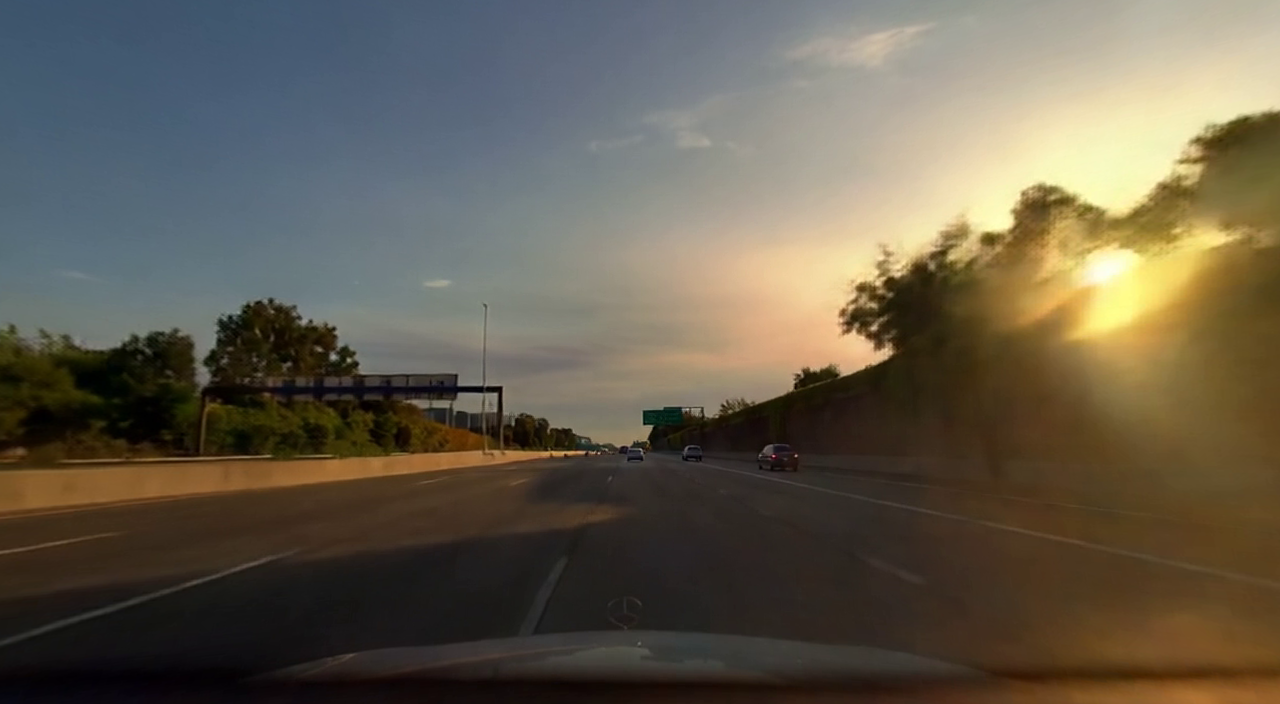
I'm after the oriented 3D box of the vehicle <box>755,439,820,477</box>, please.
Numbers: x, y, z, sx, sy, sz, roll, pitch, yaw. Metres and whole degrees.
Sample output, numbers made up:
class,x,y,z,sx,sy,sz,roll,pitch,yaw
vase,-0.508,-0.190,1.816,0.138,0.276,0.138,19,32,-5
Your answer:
class,x,y,z,sx,sy,sz,roll,pitch,yaw
vehicle,7.432,5.377,32.214,2.167,1.781,4.340,0,-9,-1
